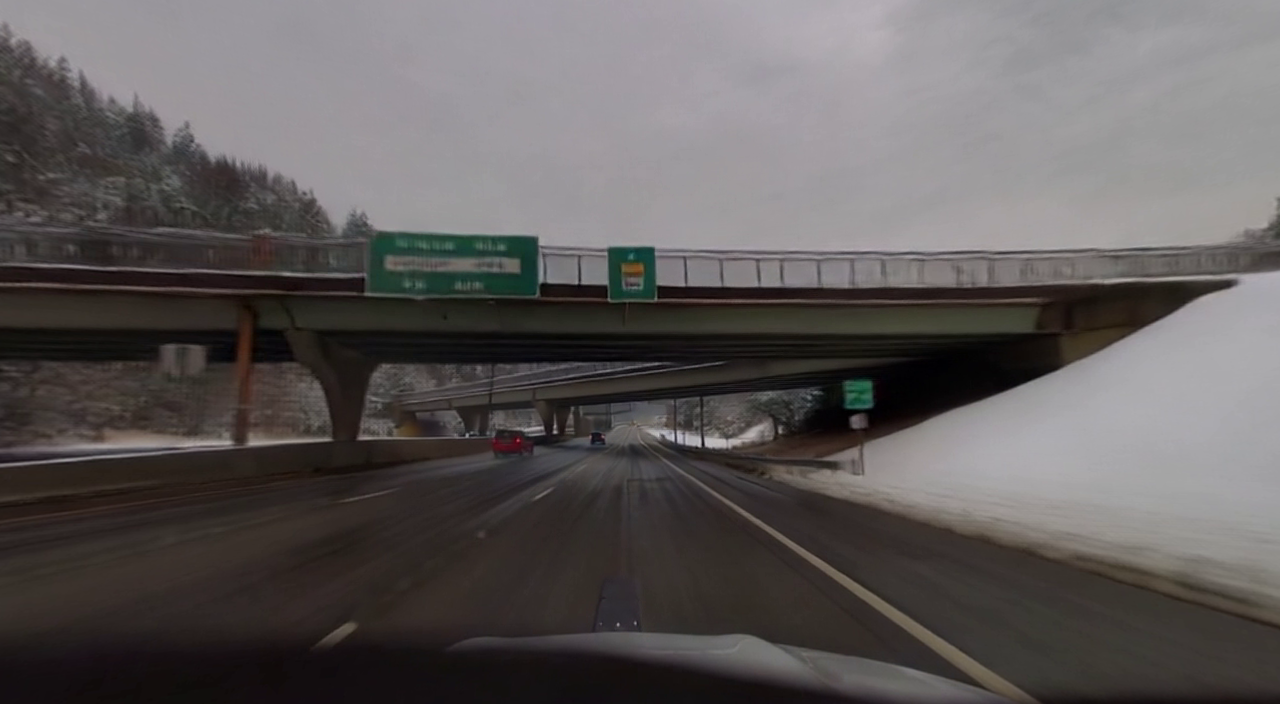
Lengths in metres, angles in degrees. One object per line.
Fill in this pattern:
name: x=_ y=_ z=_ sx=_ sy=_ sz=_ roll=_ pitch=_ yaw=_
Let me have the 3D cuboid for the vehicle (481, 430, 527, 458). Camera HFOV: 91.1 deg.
vehicle: x=-8.584 y=5.812 z=40.066 sx=1.987 sy=1.677 sz=4.580 roll=0 pitch=-8 yaw=0
